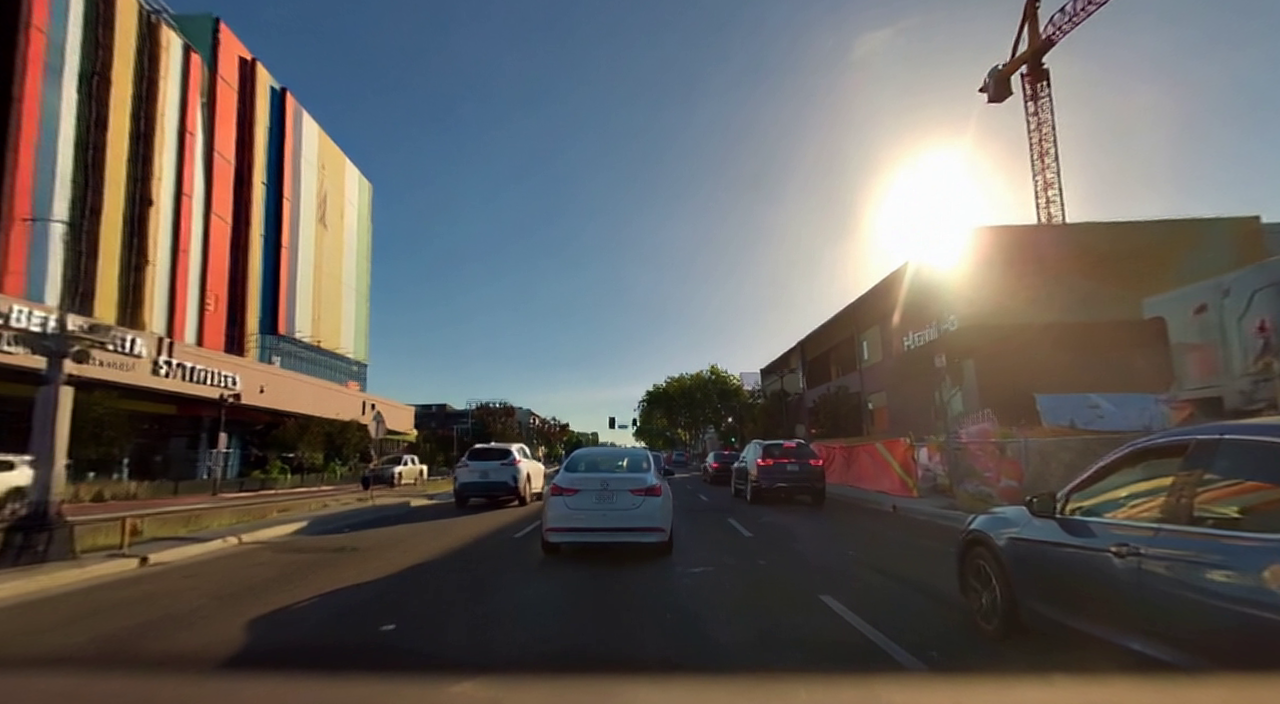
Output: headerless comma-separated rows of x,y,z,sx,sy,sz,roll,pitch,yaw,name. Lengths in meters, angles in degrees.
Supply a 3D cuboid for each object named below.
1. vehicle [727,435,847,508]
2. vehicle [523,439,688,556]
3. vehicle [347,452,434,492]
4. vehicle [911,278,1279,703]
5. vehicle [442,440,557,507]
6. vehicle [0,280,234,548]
3.992,3.321,18.147,2.185,1.797,4.934,0,-8,-1,vehicle
-0.399,2.200,10.328,2.131,1.496,4.193,0,-8,1,vehicle
-12.422,5.994,31.883,2.136,1.764,4.855,-1,-8,4,vehicle
3.467,0.789,2.848,2.182,1.954,5.341,0,-8,1,vehicle
-3.907,3.453,18.489,2.201,1.691,4.305,-1,-8,3,vehicle
-9.111,1.071,10.158,2.592,3.548,3.414,-2,-9,4,vehicle
